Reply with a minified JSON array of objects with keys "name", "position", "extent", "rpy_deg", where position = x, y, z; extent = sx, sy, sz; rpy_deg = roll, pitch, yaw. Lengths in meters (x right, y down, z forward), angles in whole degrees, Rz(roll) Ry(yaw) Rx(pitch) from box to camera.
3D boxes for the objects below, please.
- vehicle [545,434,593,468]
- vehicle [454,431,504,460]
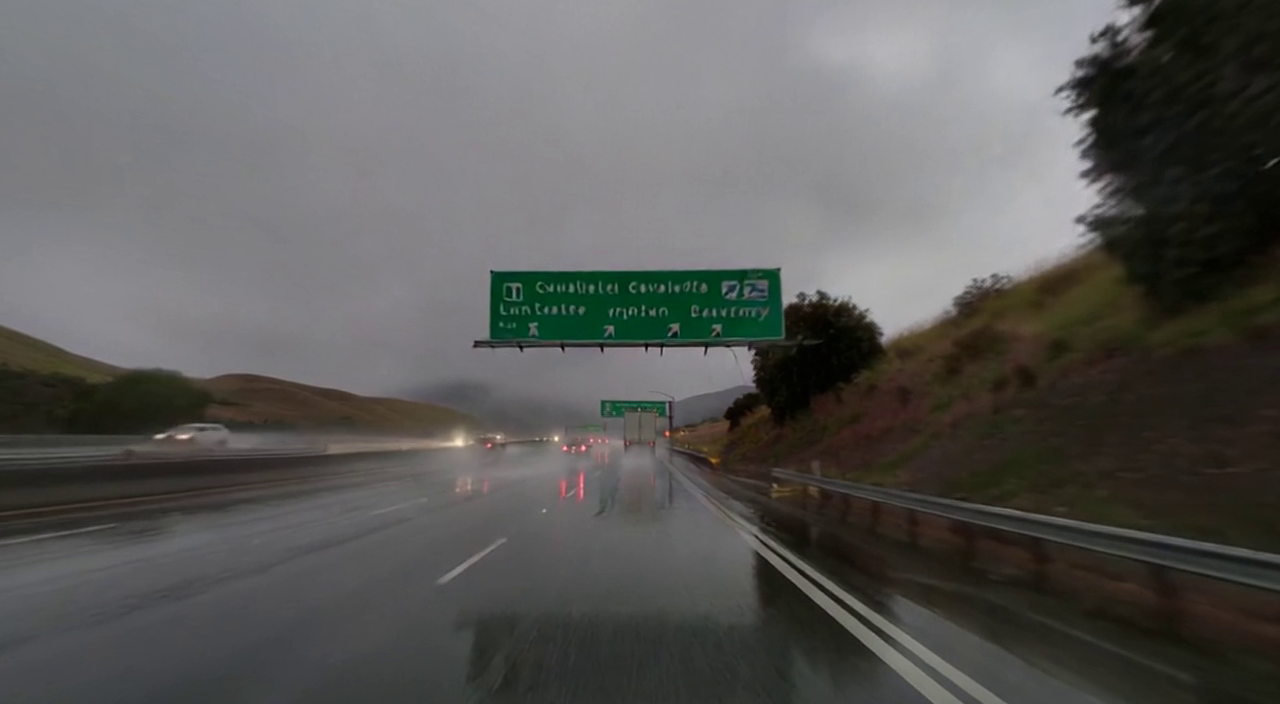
[{"name":"vehicle","position":[-3.786,5.404,34.497],"extent":[2.053,1.746,4.508],"rpy_deg":[0,-9,1]},{"name":"vehicle","position":[-10.240,6.011,40.424],"extent":[1.958,1.758,4.684],"rpy_deg":[0,-9,0]}]
